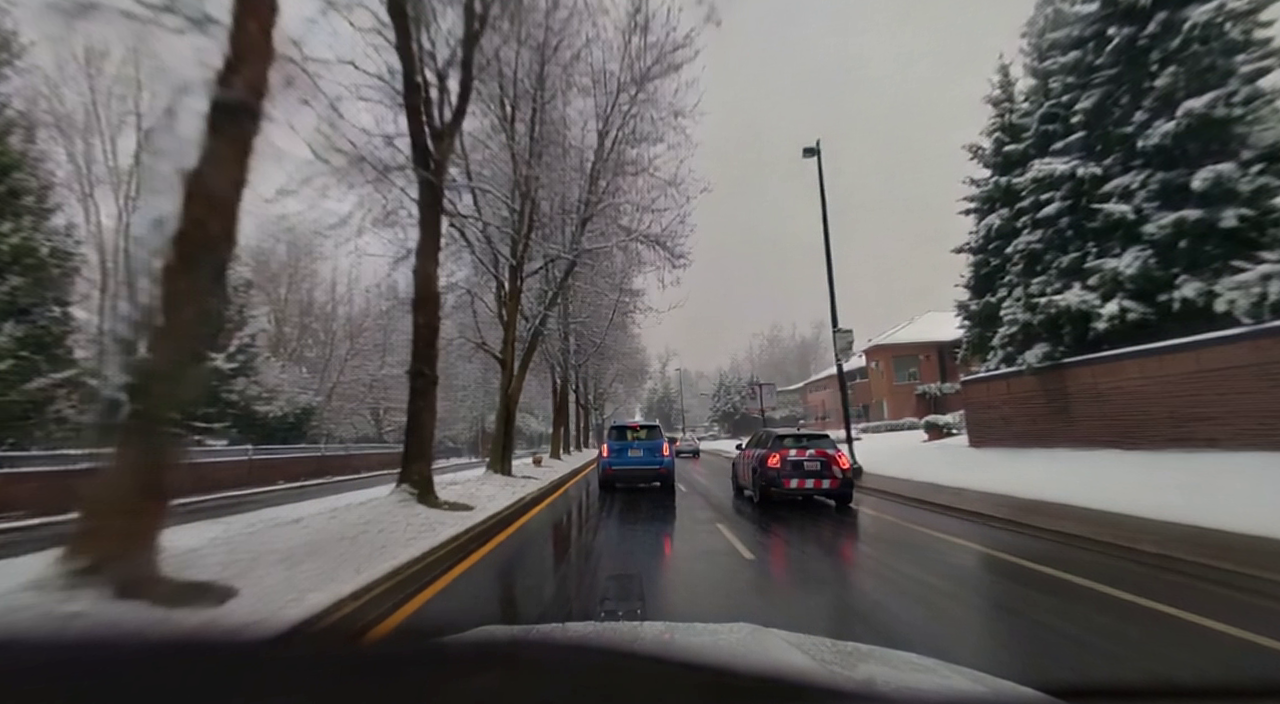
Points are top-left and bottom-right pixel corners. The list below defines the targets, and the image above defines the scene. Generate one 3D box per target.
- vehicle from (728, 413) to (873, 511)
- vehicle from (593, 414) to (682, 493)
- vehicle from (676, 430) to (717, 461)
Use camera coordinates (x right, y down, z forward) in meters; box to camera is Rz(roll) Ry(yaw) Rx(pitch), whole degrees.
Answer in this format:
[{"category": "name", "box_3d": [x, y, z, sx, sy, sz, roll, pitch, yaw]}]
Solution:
[{"category": "vehicle", "box_3d": [3.140, 2.257, 13.280, 1.840, 1.709, 4.202, 0, -8, -2]}, {"category": "vehicle", "box_3d": [-0.095, 2.534, 15.861, 1.984, 1.777, 3.148, 0, -8, -2]}, {"category": "vehicle", "box_3d": [3.132, 5.243, 35.381, 1.863, 1.610, 3.726, 0, -8, -1]}]
